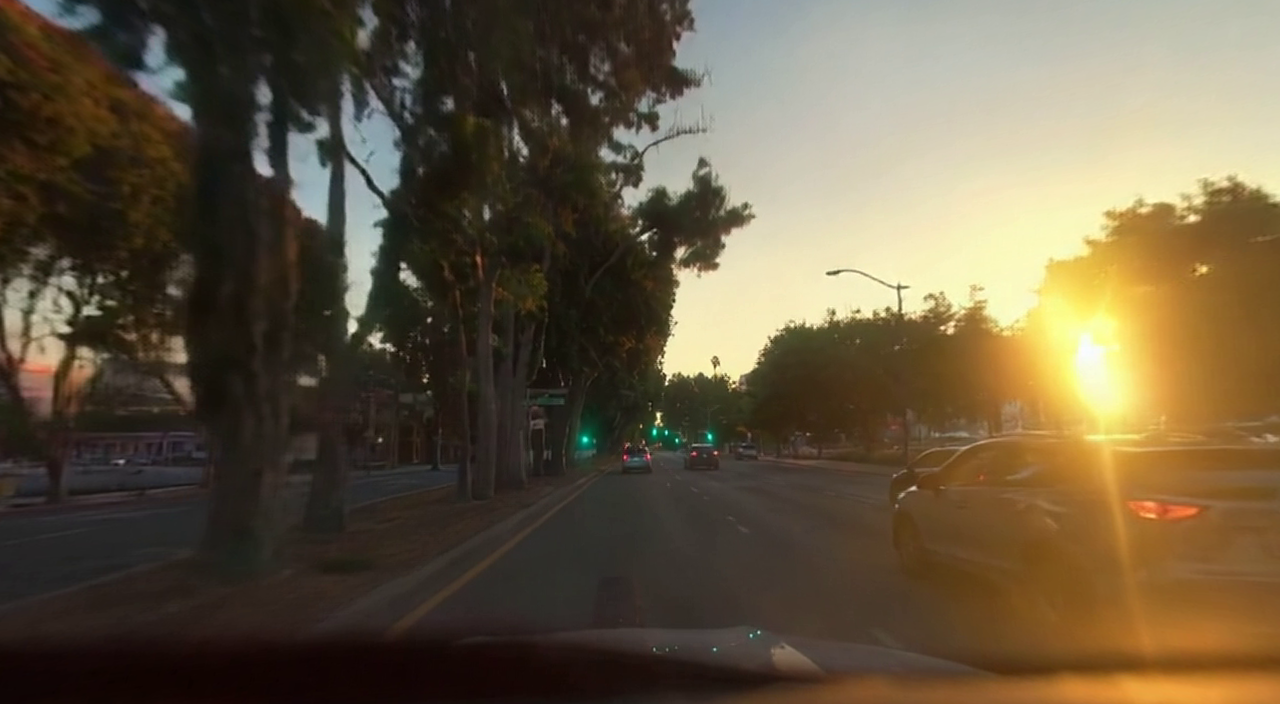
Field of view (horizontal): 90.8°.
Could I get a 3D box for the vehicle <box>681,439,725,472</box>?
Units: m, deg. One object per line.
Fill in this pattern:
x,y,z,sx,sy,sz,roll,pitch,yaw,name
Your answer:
3.584,5.962,36.539,2.036,1.757,4.300,0,-9,-1,vehicle

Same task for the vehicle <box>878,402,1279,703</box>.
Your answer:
3.628,1.300,4.996,1.937,1.538,3.832,0,-9,-1,vehicle

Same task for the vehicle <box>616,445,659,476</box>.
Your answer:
-0.162,5.535,32.489,2.054,1.446,3.969,0,-9,-1,vehicle
